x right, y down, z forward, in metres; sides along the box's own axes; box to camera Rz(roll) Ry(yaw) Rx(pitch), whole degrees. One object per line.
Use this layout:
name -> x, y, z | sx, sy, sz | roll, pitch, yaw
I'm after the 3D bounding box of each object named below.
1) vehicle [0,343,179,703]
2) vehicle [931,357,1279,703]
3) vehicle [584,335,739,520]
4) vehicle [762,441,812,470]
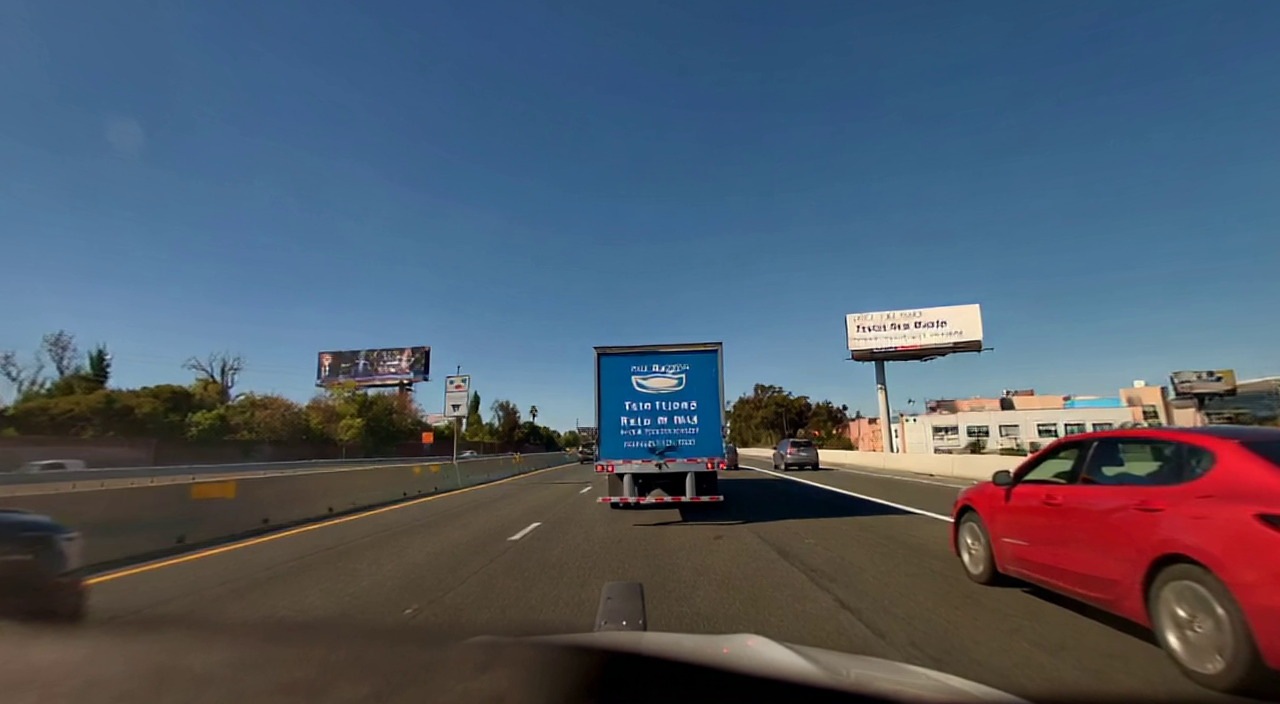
vehicle -> -3.799, 0.663, 1.403 | 2.030, 1.757, 4.509 | 0, -8, 1
vehicle -> 3.851, 1.033, 3.877 | 2.066, 1.692, 4.339 | 0, -8, 1
vehicle -> 0.574, 1.951, 15.637 | 2.733, 3.296, 8.571 | -1, -8, 3
vehicle -> 8.102, 5.707, 35.022 | 1.931, 1.495, 3.889 | 0, -8, 1
